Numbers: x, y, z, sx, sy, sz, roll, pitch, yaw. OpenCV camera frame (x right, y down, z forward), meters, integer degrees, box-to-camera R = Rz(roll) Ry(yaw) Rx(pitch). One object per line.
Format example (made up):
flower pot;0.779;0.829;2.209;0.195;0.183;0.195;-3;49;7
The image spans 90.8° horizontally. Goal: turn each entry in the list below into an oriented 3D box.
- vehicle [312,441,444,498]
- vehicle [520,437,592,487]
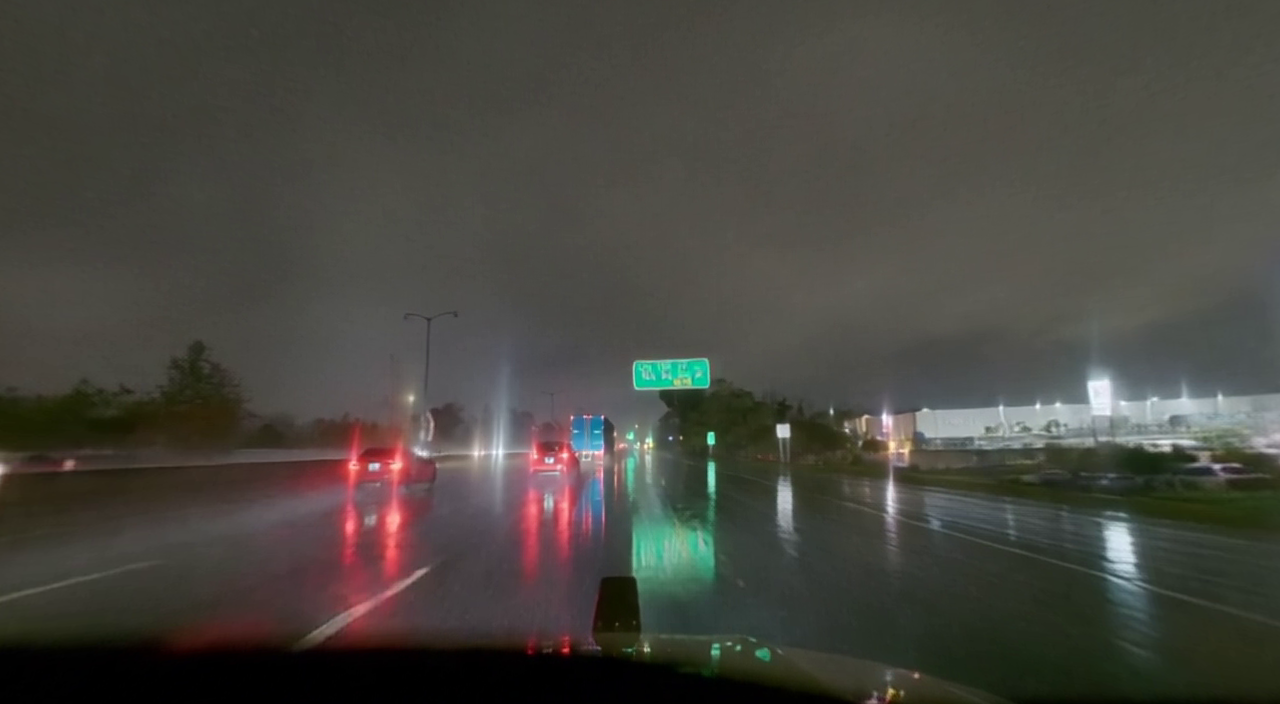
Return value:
vehicle;-7.635;3.459;18.983;2.026;1.477;4.467;0;-9;0
vehicle;-3.028;4.048;23.575;2.033;1.669;4.112;0;-9;1
